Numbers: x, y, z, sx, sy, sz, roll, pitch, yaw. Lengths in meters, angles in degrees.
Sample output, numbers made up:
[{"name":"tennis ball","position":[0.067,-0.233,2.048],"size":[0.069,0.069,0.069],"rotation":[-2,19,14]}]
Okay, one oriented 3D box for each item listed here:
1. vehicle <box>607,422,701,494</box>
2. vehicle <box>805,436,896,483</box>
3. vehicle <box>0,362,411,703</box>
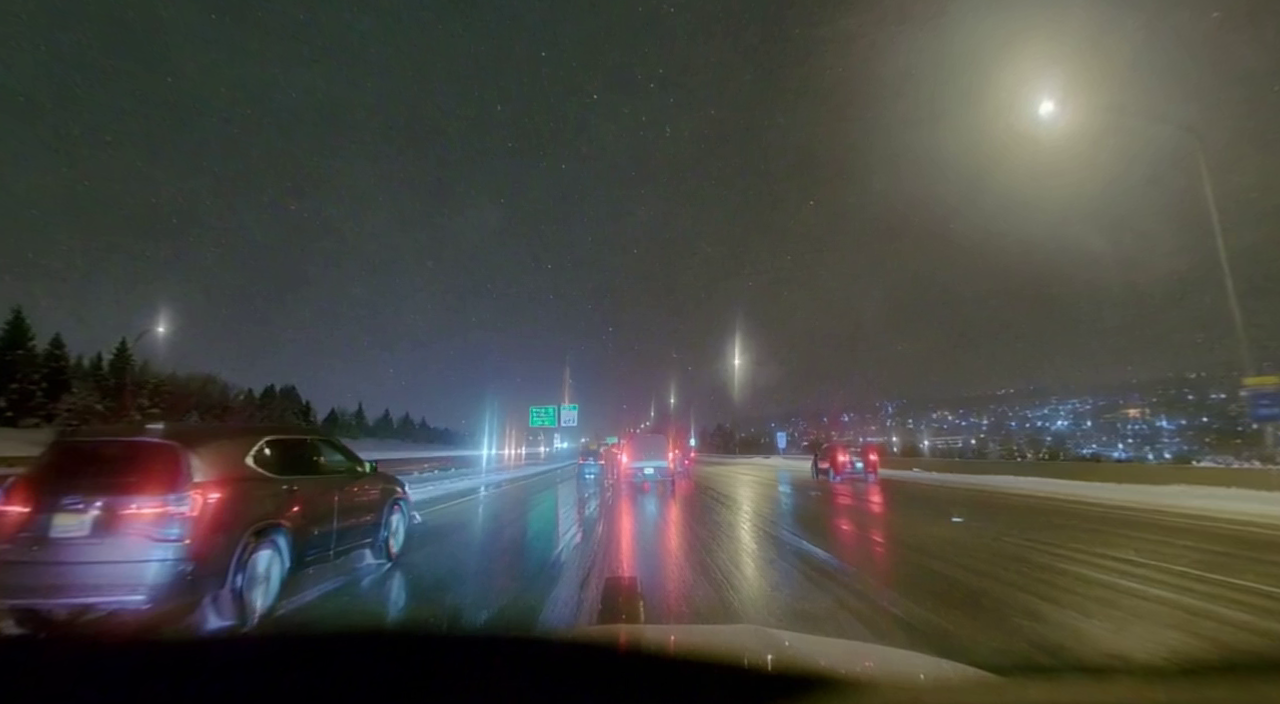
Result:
[{"name":"vehicle","position":[0.374,3.540,21.317],"size":[2.732,2.065,5.826],"rotation":[0,-9,-1]},{"name":"vehicle","position":[8.707,4.493,26.486],"size":[2.133,1.770,4.537],"rotation":[0,-9,-1]},{"name":"vehicle","position":[-3.558,1.165,4.653],"size":[2.099,1.640,4.134],"rotation":[0,-9,1]}]
